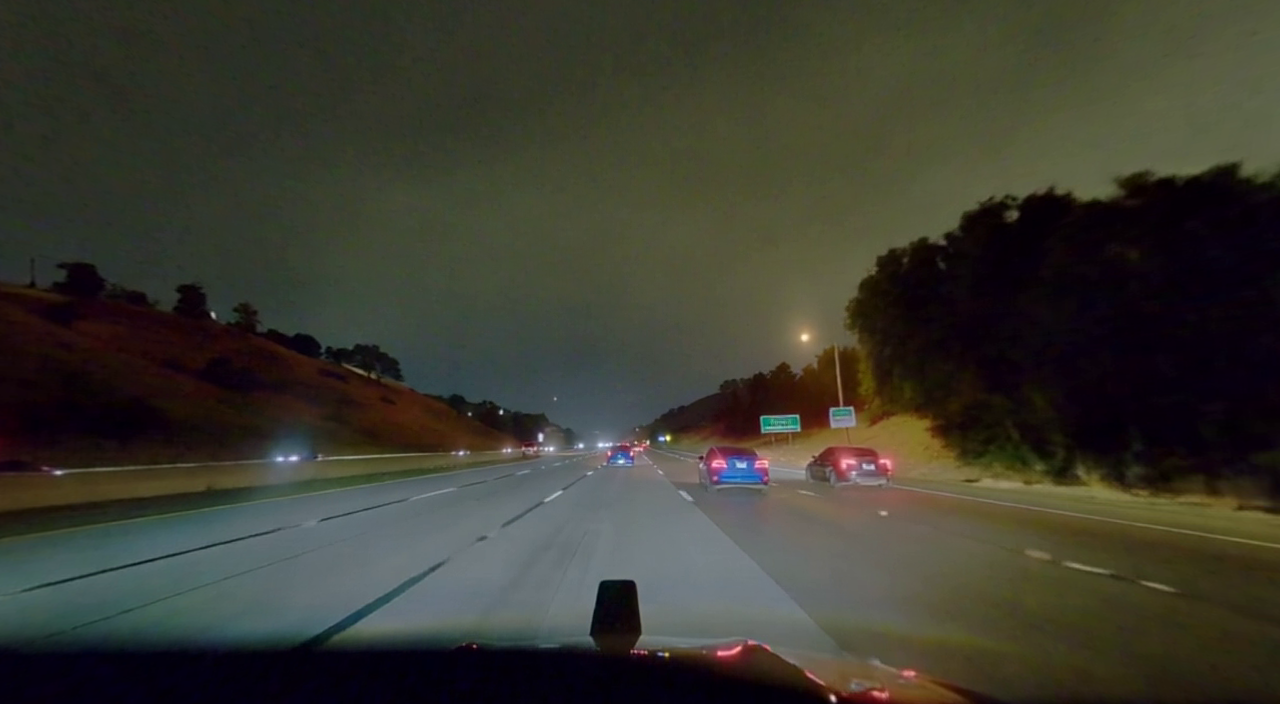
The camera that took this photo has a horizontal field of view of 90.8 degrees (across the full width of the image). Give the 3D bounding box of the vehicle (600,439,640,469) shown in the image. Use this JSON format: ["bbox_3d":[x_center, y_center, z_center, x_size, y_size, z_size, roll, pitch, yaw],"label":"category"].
[{"bbox_3d":[-1.172,6.070,37.702,2.277,1.675,4.023,0,-8,-2],"label":"vehicle"}]

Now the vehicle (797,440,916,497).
[{"bbox_3d":[6.247,3.390,18.828,1.845,1.452,4.352,0,-8,-2],"label":"vehicle"}]

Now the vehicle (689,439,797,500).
[{"bbox_3d":[2.743,3.274,18.122,2.120,1.492,4.734,0,-8,-2],"label":"vehicle"}]
